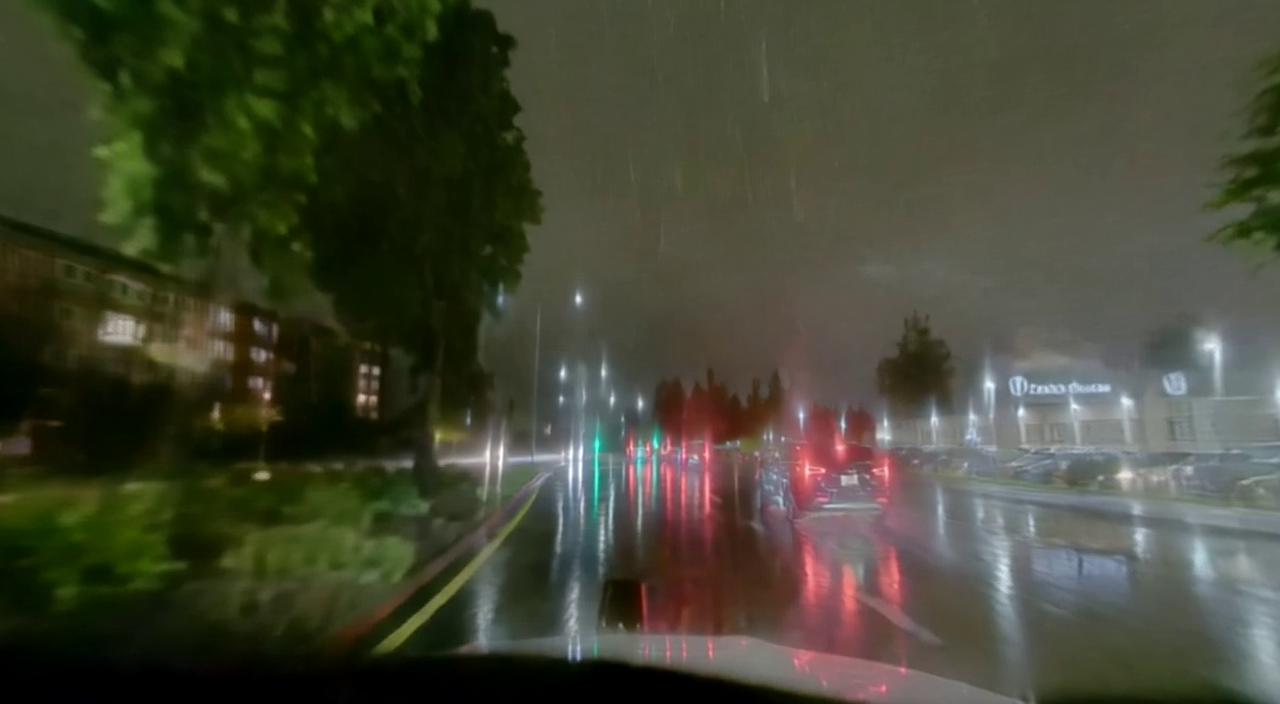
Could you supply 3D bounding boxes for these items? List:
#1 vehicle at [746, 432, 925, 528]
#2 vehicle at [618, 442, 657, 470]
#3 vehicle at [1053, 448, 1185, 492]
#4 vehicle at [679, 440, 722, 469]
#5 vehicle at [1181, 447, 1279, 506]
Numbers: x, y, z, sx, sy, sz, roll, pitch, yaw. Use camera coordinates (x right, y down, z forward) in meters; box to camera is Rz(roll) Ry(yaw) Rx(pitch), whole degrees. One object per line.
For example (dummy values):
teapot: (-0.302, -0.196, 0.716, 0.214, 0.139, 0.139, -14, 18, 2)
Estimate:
vehicle: (3.511, 2.391, 12.436, 1.953, 1.514, 4.672, 0, -8, -1)
vehicle: (-0.173, 5.778, 35.406, 2.095, 1.456, 3.873, 0, -8, -1)
vehicle: (17.582, 4.277, 23.215, 4.044, 1.487, 1.977, 3, -9, -22)
vehicle: (3.563, 6.083, 37.804, 2.041, 1.611, 4.426, 0, -8, -1)
vehicle: (17.773, 3.466, 18.000, 4.230, 1.474, 1.991, 4, -10, -27)
